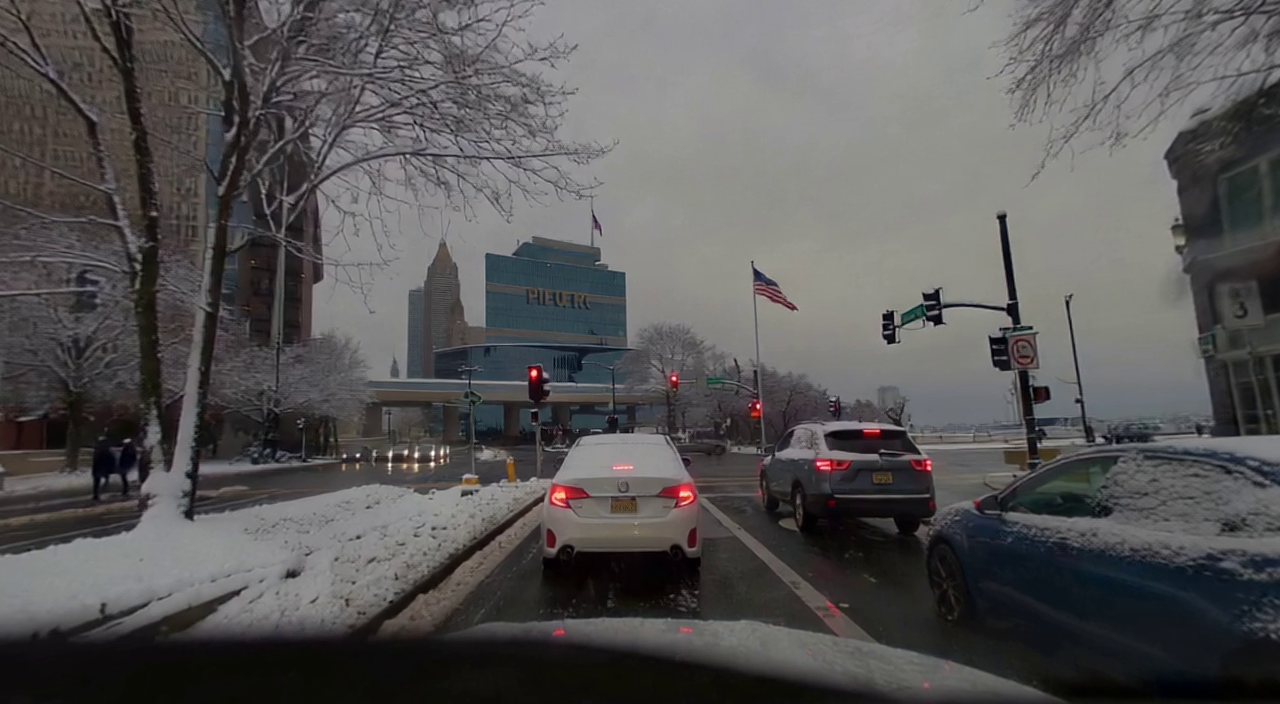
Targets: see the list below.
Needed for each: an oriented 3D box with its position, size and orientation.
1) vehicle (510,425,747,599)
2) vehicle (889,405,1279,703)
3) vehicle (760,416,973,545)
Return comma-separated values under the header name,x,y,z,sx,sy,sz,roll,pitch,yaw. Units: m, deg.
name,x,y,z,sx,sy,sz,roll,pitch,yaw
vehicle,-0.107,1.706,7.552,2.096,1.521,3.747,0,-8,0
vehicle,3.380,1.173,3.990,1.833,1.465,4.258,0,-8,-1
vehicle,3.517,2.087,10.945,1.978,1.738,4.599,0,-8,0
